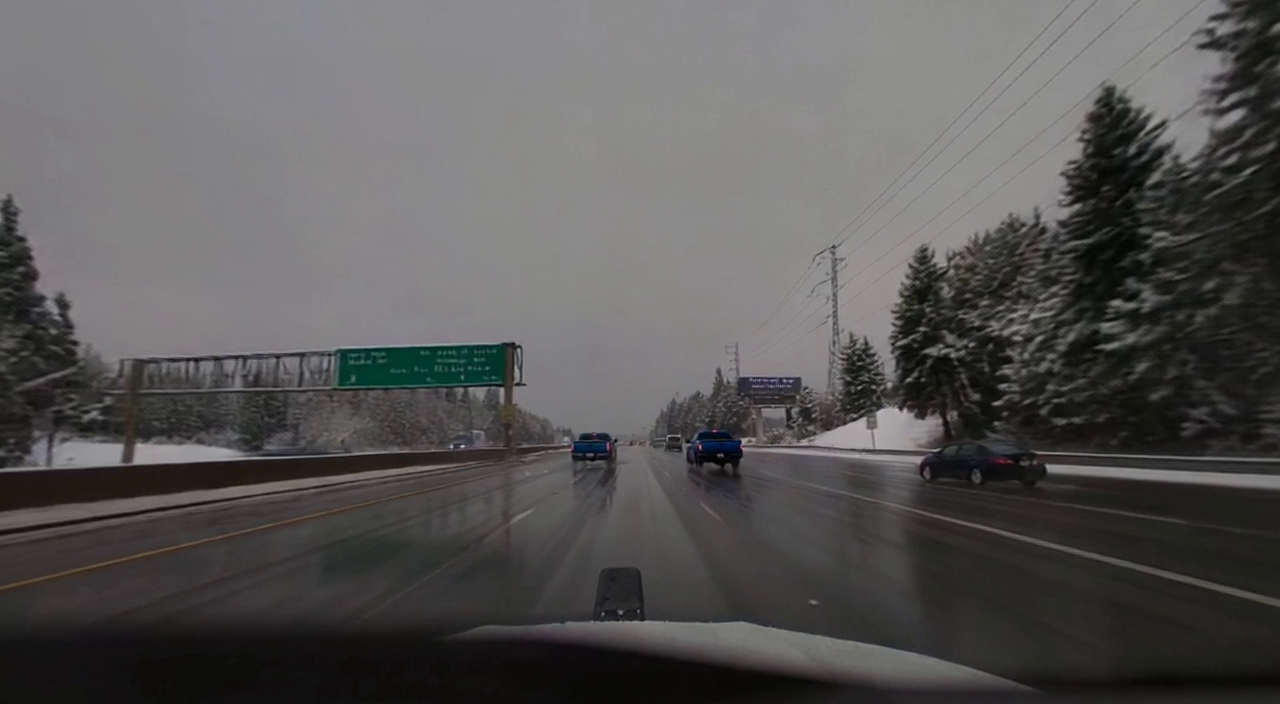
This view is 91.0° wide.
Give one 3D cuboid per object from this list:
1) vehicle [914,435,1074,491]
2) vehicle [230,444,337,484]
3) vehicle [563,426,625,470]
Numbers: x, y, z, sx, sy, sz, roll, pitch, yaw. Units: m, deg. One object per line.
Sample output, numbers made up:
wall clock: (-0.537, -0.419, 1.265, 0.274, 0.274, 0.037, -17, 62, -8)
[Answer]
vehicle: (10.397, 3.294, 19.018, 2.076, 1.470, 4.644, 0, -8, -1)
vehicle: (-14.518, 4.566, 25.964, 1.838, 1.501, 4.332, 0, -8, 0)
vehicle: (-2.228, 4.941, 32.443, 2.508, 2.023, 6.176, 0, -8, 2)
